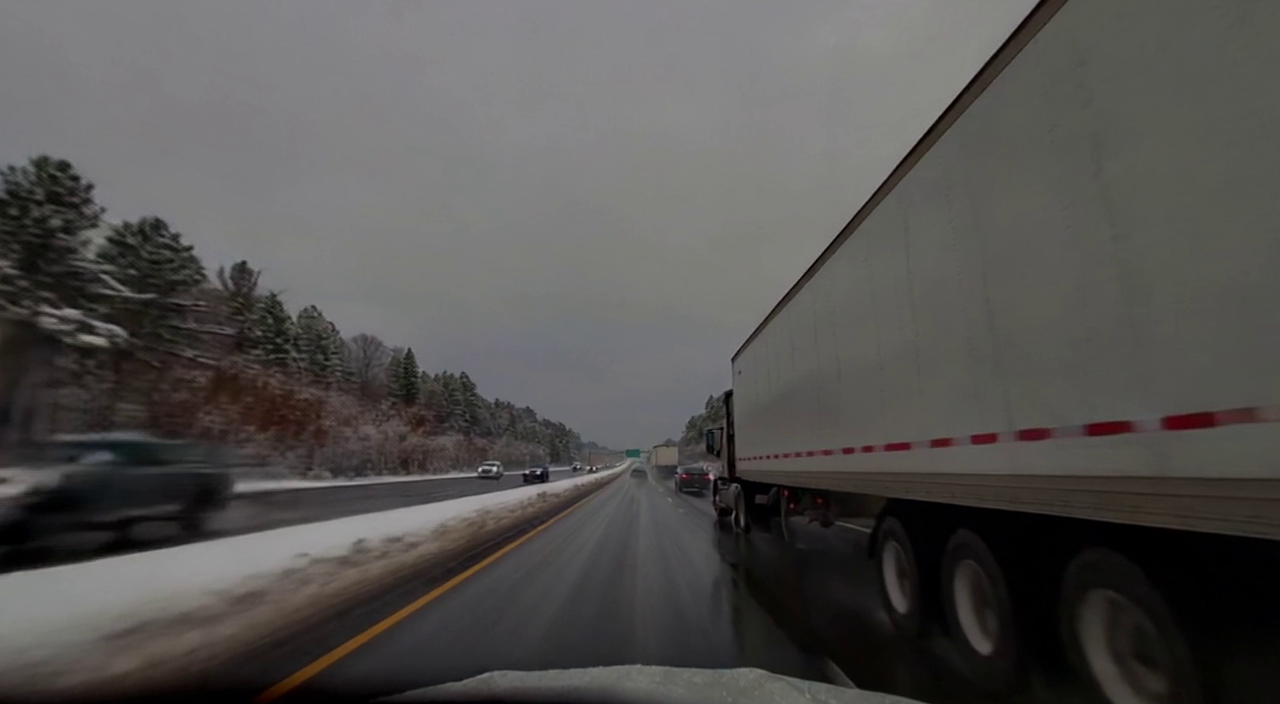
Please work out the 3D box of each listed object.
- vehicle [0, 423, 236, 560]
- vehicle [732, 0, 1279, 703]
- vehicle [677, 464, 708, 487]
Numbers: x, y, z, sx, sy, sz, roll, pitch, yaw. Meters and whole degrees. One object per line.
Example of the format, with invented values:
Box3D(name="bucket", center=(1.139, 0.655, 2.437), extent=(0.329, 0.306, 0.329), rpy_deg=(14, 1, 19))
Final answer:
Box3D(name="vehicle", center=(-9.671, 2.207, 10.429), extent=(2.556, 1.770, 5.047), rpy_deg=(1, -10, 0))
Box3D(name="vehicle", center=(3.706, 0.834, 8.094), extent=(2.863, 4.088, 14.040), rpy_deg=(1, -10, 0))
Box3D(name="vehicle", center=(4.049, 9.576, 49.007), extent=(2.018, 1.674, 4.029), rpy_deg=(1, -10, -1))
